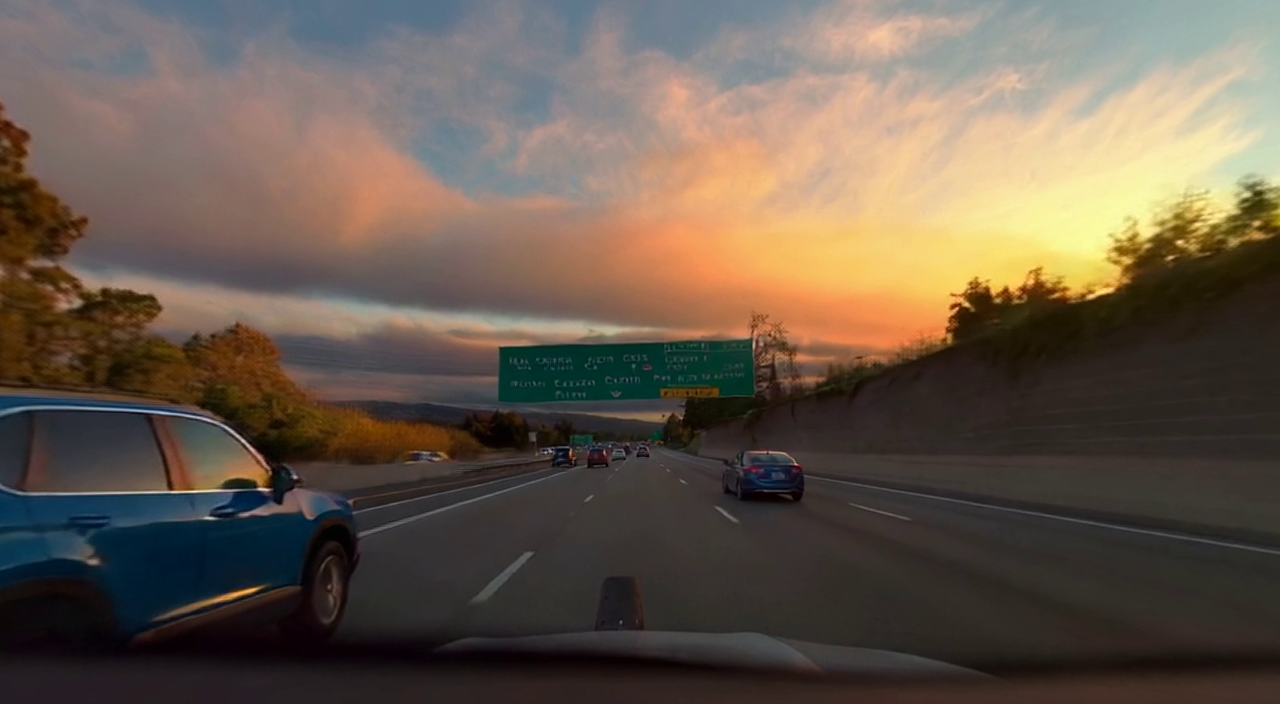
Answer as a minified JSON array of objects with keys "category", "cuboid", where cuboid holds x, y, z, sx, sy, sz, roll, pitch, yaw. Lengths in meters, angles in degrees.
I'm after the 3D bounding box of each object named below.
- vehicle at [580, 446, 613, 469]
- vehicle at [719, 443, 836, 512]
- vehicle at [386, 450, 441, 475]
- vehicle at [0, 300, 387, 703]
[{"category":"vehicle","cuboid":[-3.129,7.688,46.165,2.030,1.563,4.389,0,-9,0]},{"category":"vehicle","cuboid":[3.267,3.061,15.906,1.979,1.486,4.125,0,-9,-1]},{"category":"vehicle","cuboid":[-14.884,7.291,41.646,1.849,1.513,4.565,0,-9,1]},{"category":"vehicle","cuboid":[-3.153,0.835,2.851,2.137,1.756,4.453,0,-9,0]}]
